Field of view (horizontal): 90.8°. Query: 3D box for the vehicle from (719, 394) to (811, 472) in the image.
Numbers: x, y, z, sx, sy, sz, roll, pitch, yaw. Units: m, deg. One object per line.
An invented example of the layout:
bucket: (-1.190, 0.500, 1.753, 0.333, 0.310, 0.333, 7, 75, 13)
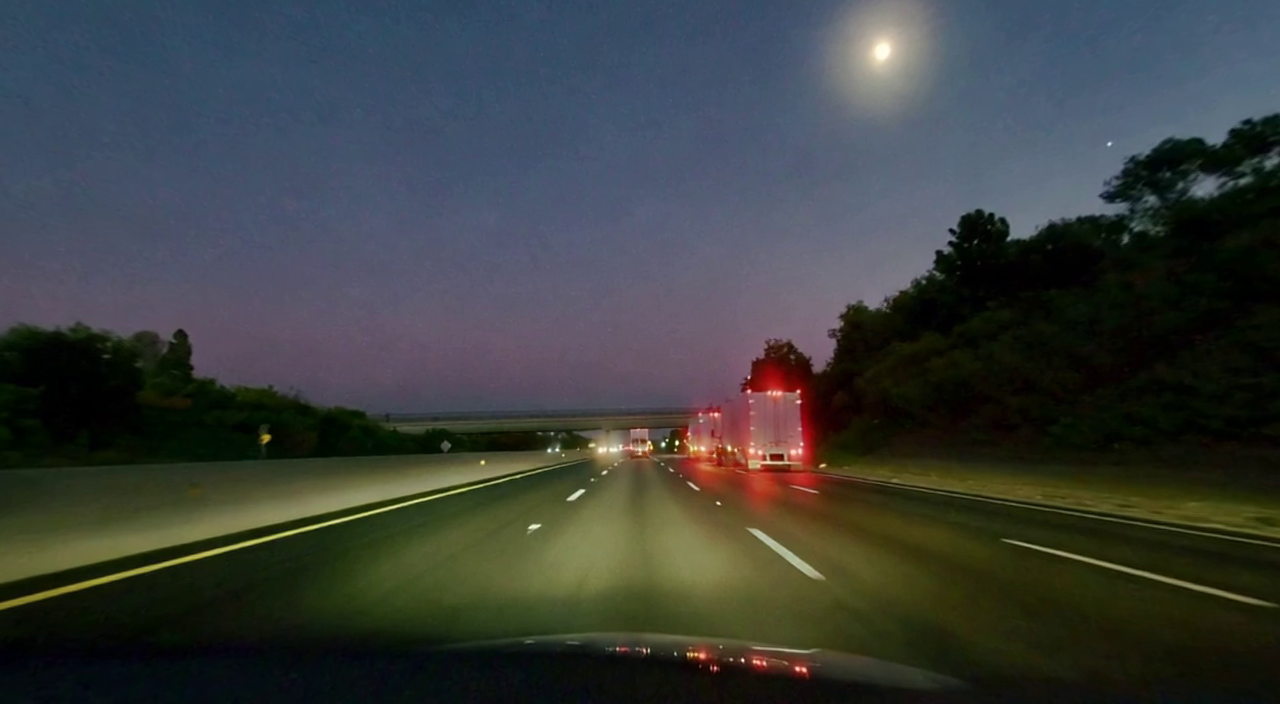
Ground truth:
vehicle: (7.479, 5.379, 40.475, 2.906, 4.070, 14.134, 0, -9, -1)
